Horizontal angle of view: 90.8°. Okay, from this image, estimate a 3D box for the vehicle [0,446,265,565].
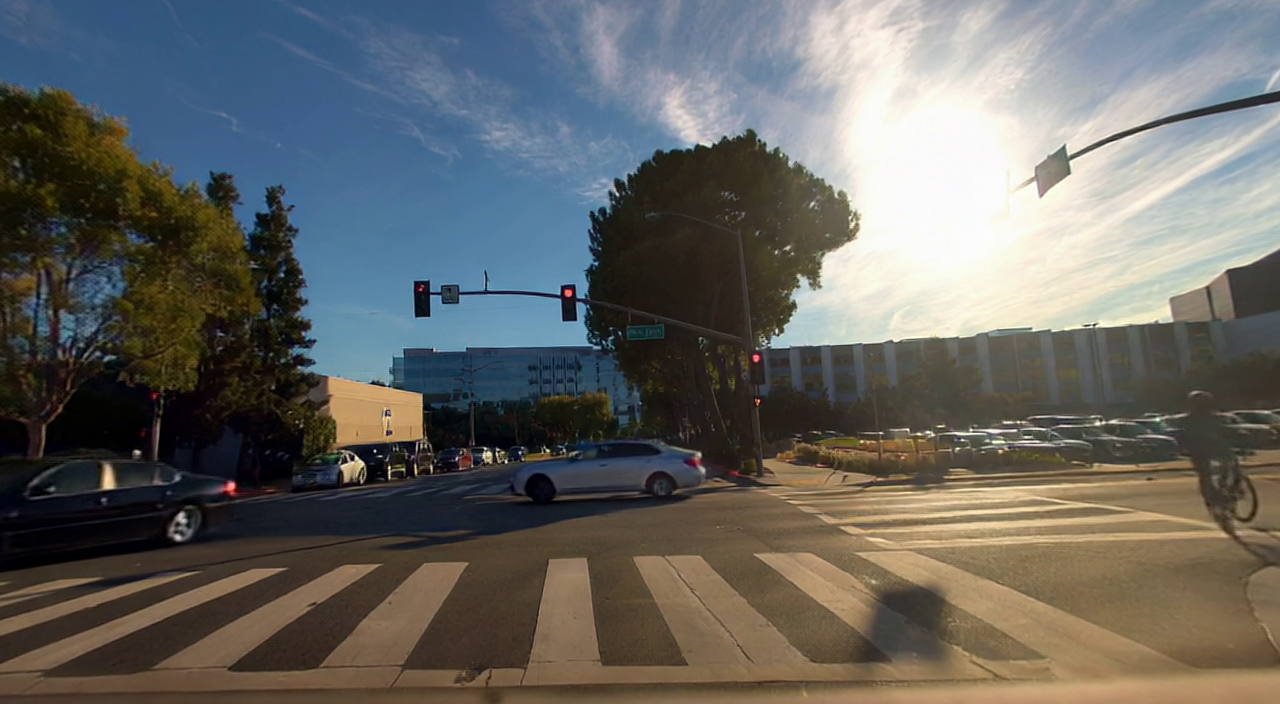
[{"bbox_3d":[-8.071,2.027,8.742,1.755,1.419,4.533,-6,-11,35],"label":"vehicle"}]

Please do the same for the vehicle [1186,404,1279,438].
[{"bbox_3d":[34.884,4.020,36.665,4.326,1.511,1.725,-8,-9,16],"label":"vehicle"}]

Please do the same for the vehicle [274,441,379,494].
[{"bbox_3d":[-13.750,5.058,28.133,2.251,1.957,4.968,-4,-9,-1],"label":"vehicle"}]

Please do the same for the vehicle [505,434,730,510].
[{"bbox_3d":[-0.518,2.475,13.274,4.385,1.419,1.855,1,-9,-8],"label":"vehicle"}]

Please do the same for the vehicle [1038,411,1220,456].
[{"bbox_3d":[16.898,2.905,22.130,4.560,1.453,1.851,-3,-9,18],"label":"vehicle"}]

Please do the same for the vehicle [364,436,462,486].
[{"bbox_3d":[-10.194,4.951,29.045,2.475,1.940,5.702,-3,-9,-1],"label":"vehicle"}]

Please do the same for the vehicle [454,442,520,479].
[{"bbox_3d":[-7.005,4.989,29.311,2.024,1.470,4.153,-3,-9,-1],"label":"vehicle"}]
